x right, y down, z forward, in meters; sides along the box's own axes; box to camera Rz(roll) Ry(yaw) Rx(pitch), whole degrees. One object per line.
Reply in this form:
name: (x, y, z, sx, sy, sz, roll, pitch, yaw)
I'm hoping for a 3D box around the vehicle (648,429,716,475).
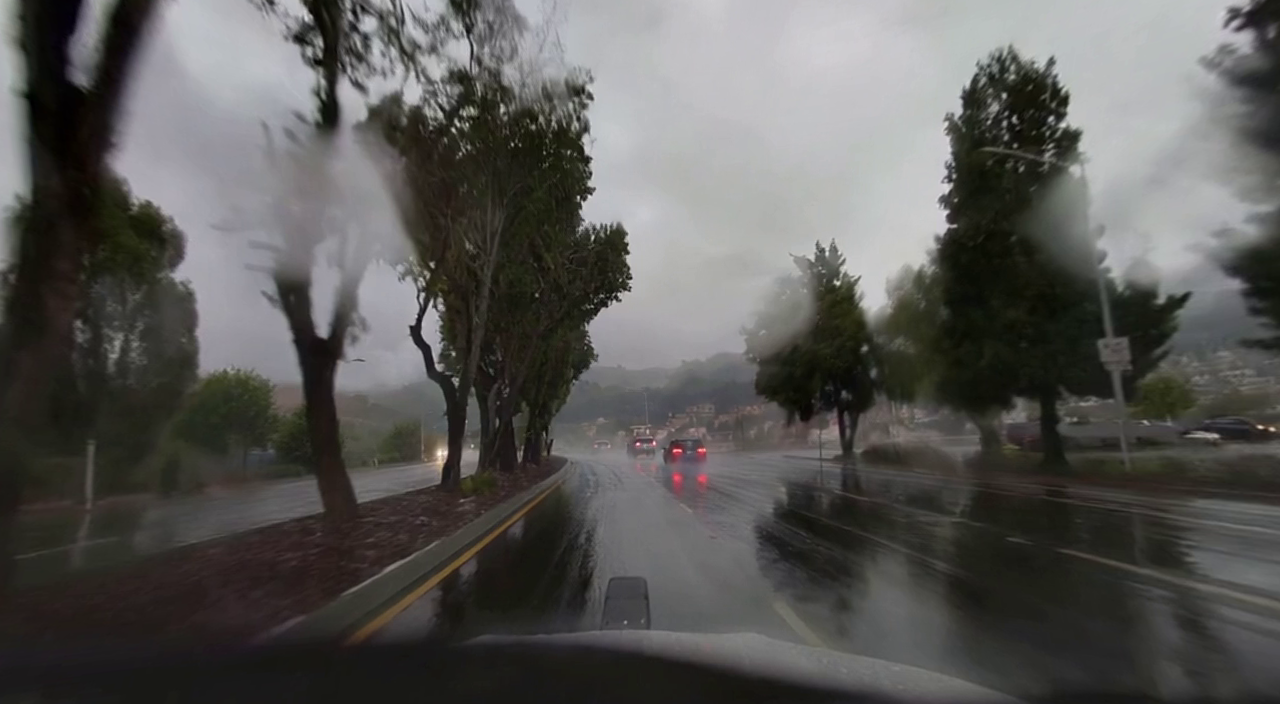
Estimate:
vehicle: (1.638, 4.146, 26.325, 2.253, 1.756, 4.313, 0, -8, -4)
